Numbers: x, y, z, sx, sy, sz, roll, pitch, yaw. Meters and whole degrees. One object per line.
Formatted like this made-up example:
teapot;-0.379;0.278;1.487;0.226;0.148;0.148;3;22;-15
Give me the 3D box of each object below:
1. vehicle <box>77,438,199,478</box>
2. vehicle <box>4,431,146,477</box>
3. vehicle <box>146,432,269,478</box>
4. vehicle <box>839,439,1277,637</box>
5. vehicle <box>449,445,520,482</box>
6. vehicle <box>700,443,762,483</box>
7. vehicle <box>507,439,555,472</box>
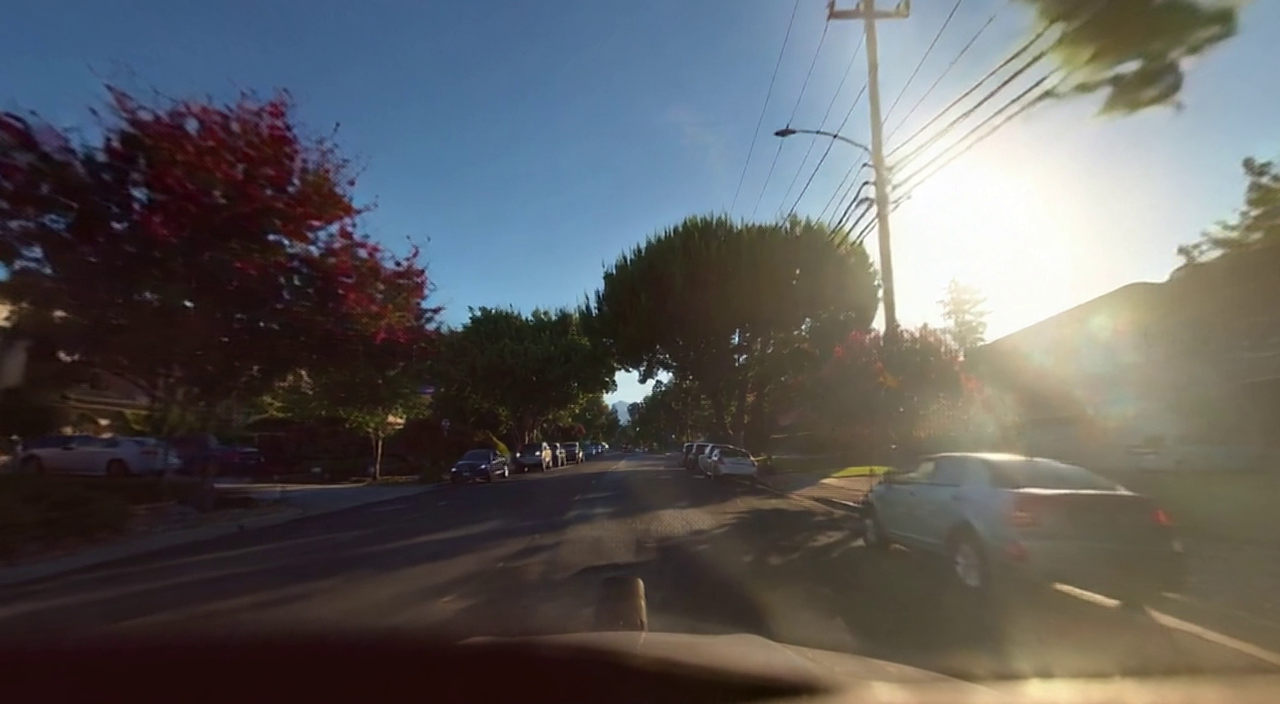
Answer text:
vehicle;-20.346;4.291;25.845;1.791;1.500;3.846;0;-9;1
vehicle;-23.235;4.212;26.243;1.879;1.761;4.199;0;-9;1
vehicle;-17.949;4.290;26.557;1.925;1.750;4.489;0;-9;0
vehicle;3.757;1.687;6.759;1.782;1.439;4.037;0;-9;-3
vehicle;-6.599;4.766;27.302;2.031;1.454;4.410;0;-9;-1
vehicle;3.548;4.410;25.401;1.763;1.432;4.323;0;-9;-1
vehicle;-6.490;6.207;38.076;2.031;1.799;4.587;0;-9;0
